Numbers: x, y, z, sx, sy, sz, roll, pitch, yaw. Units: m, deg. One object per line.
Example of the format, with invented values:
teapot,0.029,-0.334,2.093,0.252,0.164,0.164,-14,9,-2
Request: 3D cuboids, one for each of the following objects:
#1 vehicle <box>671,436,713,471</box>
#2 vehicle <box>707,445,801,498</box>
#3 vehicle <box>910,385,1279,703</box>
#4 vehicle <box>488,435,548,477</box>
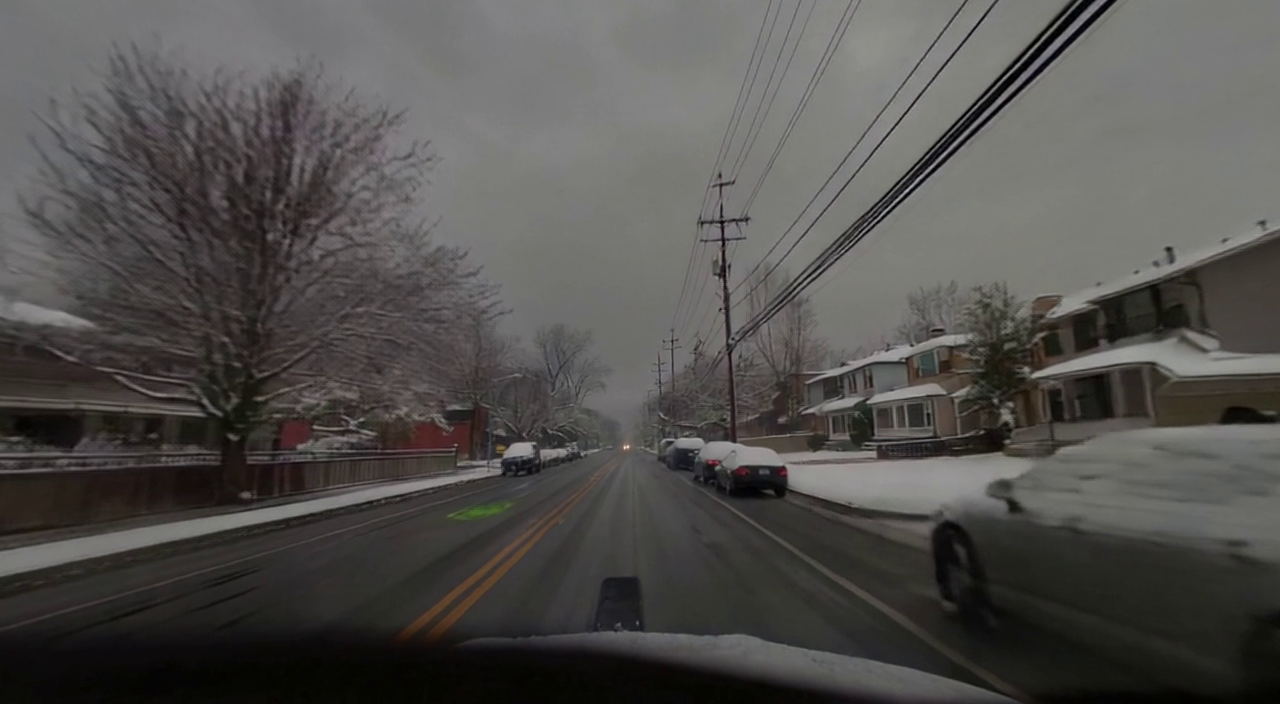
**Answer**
vehicle,3.093,6.187,38.622,2.065,1.953,5.359,0,-8,-1
vehicle,3.298,3.546,19.215,1.967,1.382,4.361,0,-8,-1
vehicle,3.455,0.999,3.065,2.024,1.554,4.867,0,-8,-1
vehicle,-6.821,5.829,35.951,2.451,2.099,5.112,-1,-7,0
